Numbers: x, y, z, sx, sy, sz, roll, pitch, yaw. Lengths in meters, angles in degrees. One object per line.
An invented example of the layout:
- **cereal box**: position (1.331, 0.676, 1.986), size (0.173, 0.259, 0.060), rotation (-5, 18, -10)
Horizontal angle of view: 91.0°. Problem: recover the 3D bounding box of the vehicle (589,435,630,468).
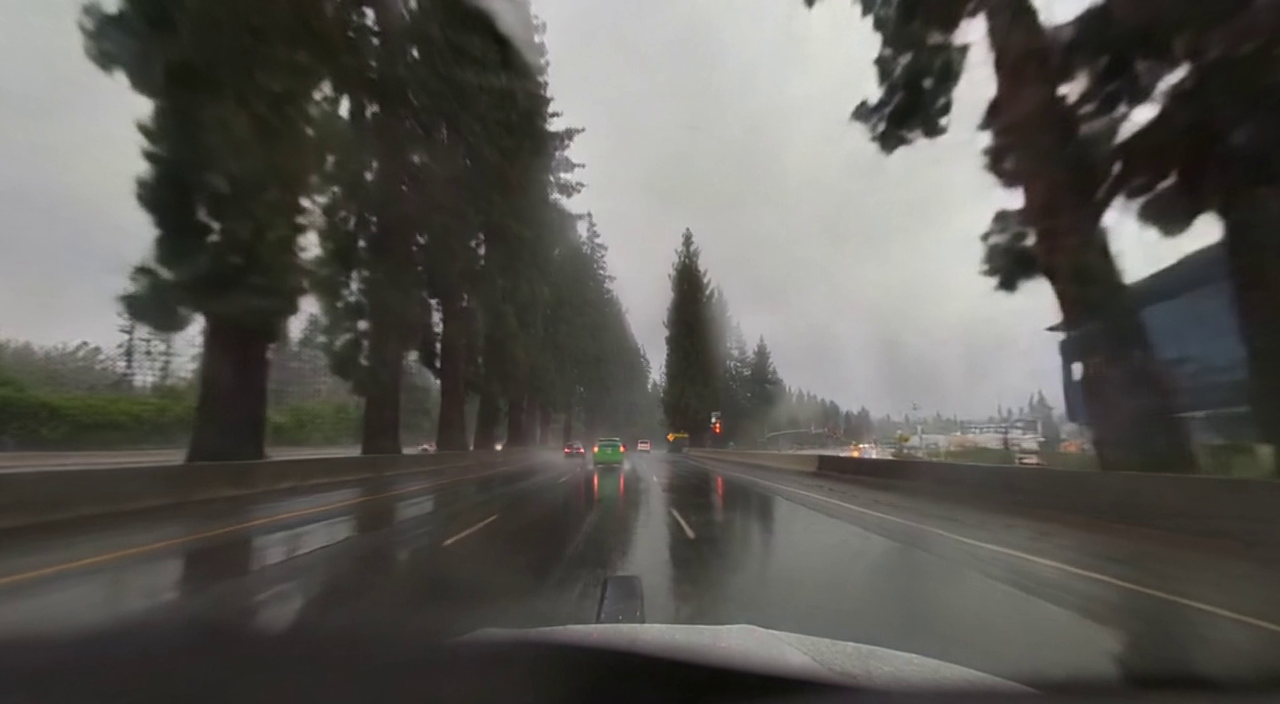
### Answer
- **vehicle**: position (-1.748, 5.921, 37.625), size (2.302, 1.810, 4.707), rotation (0, -8, -1)
